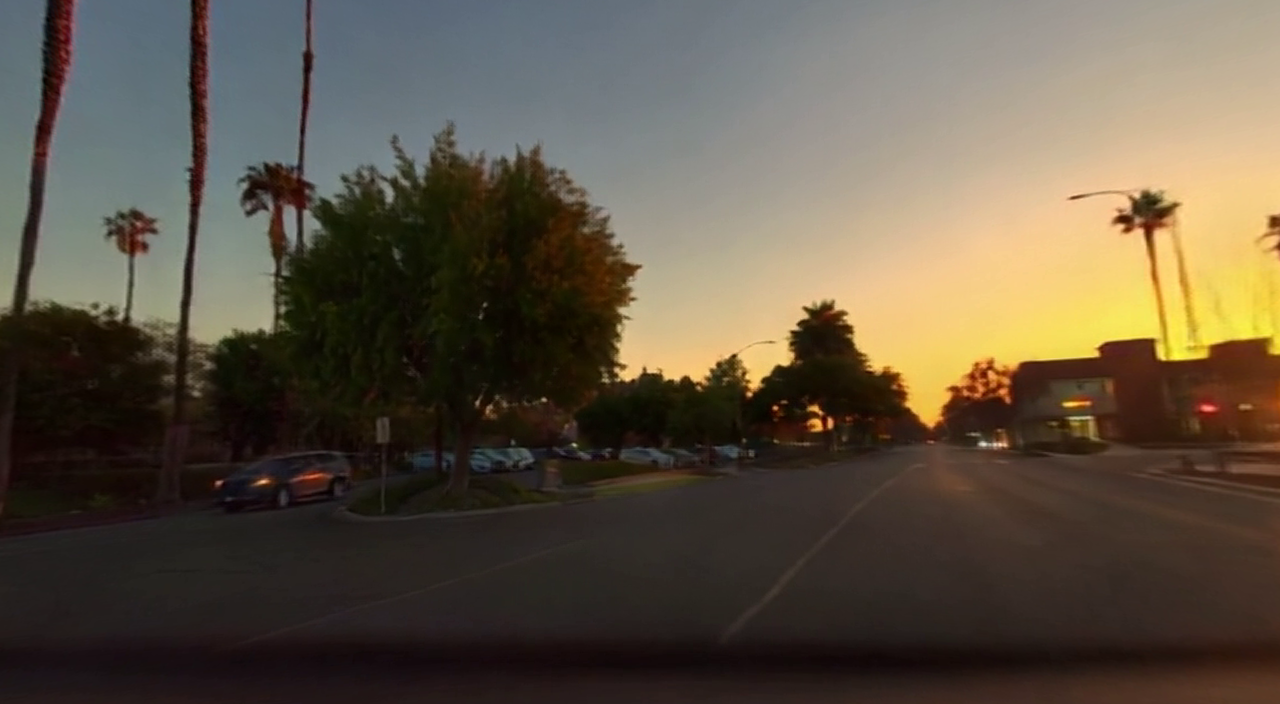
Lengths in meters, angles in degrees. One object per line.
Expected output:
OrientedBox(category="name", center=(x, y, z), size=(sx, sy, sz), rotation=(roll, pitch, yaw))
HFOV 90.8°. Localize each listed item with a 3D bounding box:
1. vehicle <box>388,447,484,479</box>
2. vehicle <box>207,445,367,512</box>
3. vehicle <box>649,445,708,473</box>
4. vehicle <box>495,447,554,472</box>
OrientedBox(category="vehicle", center=(-12.164, 6.572, 37.662), size=(5.193, 1.830, 2.049), rotation=(-3, -9, 20))
OrientedBox(category="vehicle", center=(-11.070, 3.955, 20.332), size=(2.174, 1.863, 4.651), rotation=(0, -9, 4))
OrientedBox(category="vehicle", center=(2.619, 7.201, 42.631), size=(3.635, 1.521, 1.726), rotation=(1, -5, 19))
OrientedBox(category="vehicle", center=(-8.670, 8.047, 47.624), size=(3.928, 1.784, 1.895), rotation=(-3, -9, 21))
